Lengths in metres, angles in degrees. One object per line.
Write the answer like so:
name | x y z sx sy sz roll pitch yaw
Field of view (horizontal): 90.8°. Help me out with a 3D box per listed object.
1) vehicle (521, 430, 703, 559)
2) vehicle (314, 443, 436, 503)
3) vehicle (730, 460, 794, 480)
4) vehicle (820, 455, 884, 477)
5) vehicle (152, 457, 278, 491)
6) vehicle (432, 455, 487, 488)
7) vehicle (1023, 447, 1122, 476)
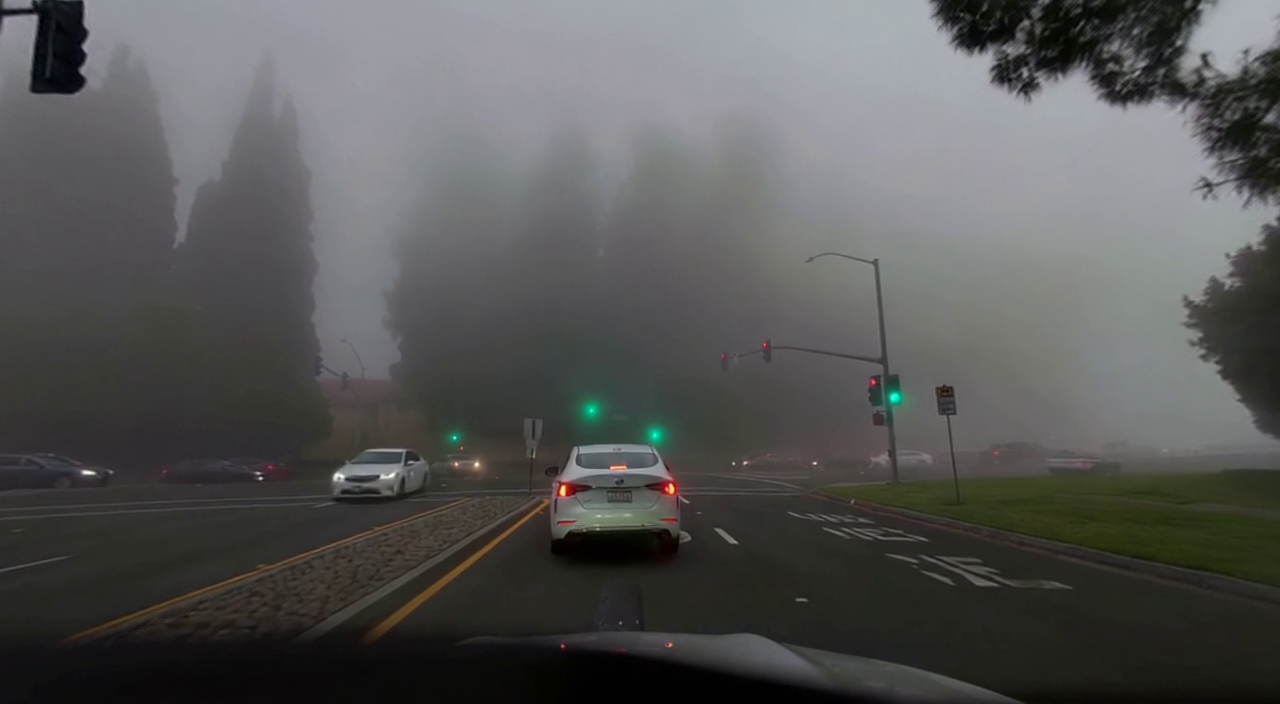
vehicle | -0.353 1.980 9.554 2.112 1.479 4.264 0 -8 -1
vehicle | -7.361 3.371 18.107 2.073 1.459 4.495 1 -9 -8
vehicle | 9.105 8.807 47.320 4.254 1.359 1.895 2 -9 -15
vehicle | 16.532 8.867 49.331 4.337 1.637 1.860 2 -9 -16
vehicle | -20.039 5.768 30.004 4.548 1.449 1.802 2 -9 -13
vehicle | -9.413 6.241 33.352 2.078 1.534 4.646 1 -9 -7
vehicle | 23.547 5.932 34.390 4.601 1.485 1.929 3 -9 -18
